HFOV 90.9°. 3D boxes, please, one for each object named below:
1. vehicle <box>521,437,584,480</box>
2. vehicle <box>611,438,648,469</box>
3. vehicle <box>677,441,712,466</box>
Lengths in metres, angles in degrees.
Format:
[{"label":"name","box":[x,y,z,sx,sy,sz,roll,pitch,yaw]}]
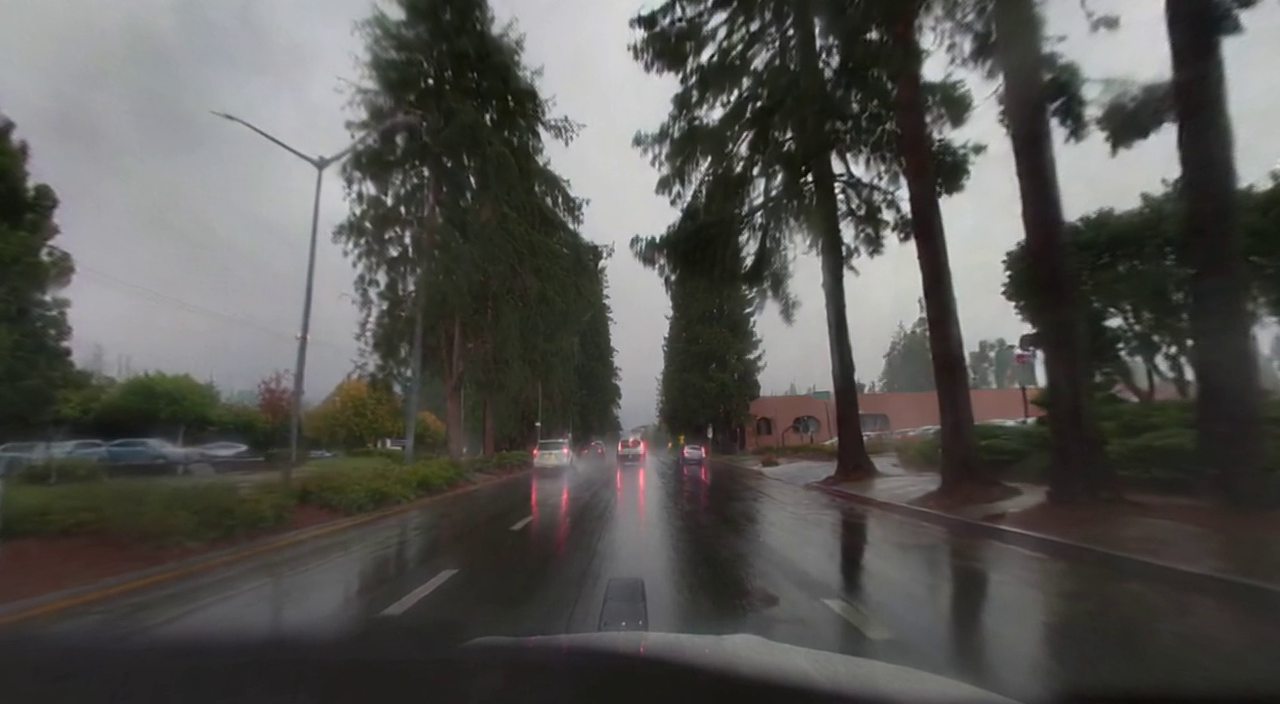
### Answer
[{"label":"vehicle","box":[-3.705,4.634,27.501,2.047,1.710,4.314,0,-10,1]},{"label":"vehicle","box":[-0.579,5.852,36.241,2.022,1.700,4.084,0,-10,0]},{"label":"vehicle","box":[3.467,6.594,40.837,1.847,1.554,4.052,0,-10,-2]}]
